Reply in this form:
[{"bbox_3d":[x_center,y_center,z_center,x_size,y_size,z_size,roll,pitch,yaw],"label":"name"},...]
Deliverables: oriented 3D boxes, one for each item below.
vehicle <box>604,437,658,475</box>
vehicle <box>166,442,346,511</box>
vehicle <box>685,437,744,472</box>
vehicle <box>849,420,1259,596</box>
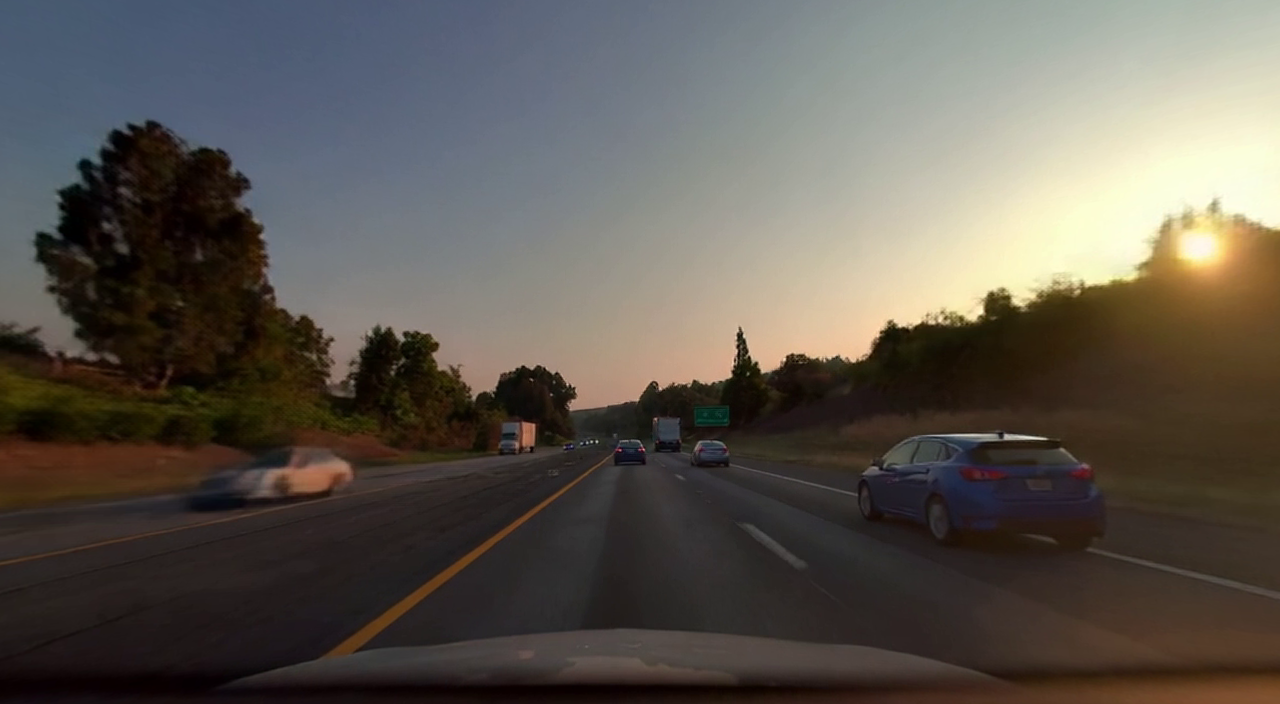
[{"bbox_3d":[-0.394,4.400,26.943,2.143,1.466,3.693,0,-8,-2],"label":"vehicle"},{"bbox_3d":[-9.570,3.089,16.200,2.154,1.488,4.002,0,-8,-1],"label":"vehicle"},{"bbox_3d":[3.353,4.717,29.325,2.004,1.469,4.472,0,-8,-2],"label":"vehicle"},{"bbox_3d":[4.391,1.659,7.750,2.066,1.526,4.216,0,-8,-2],"label":"vehicle"}]
